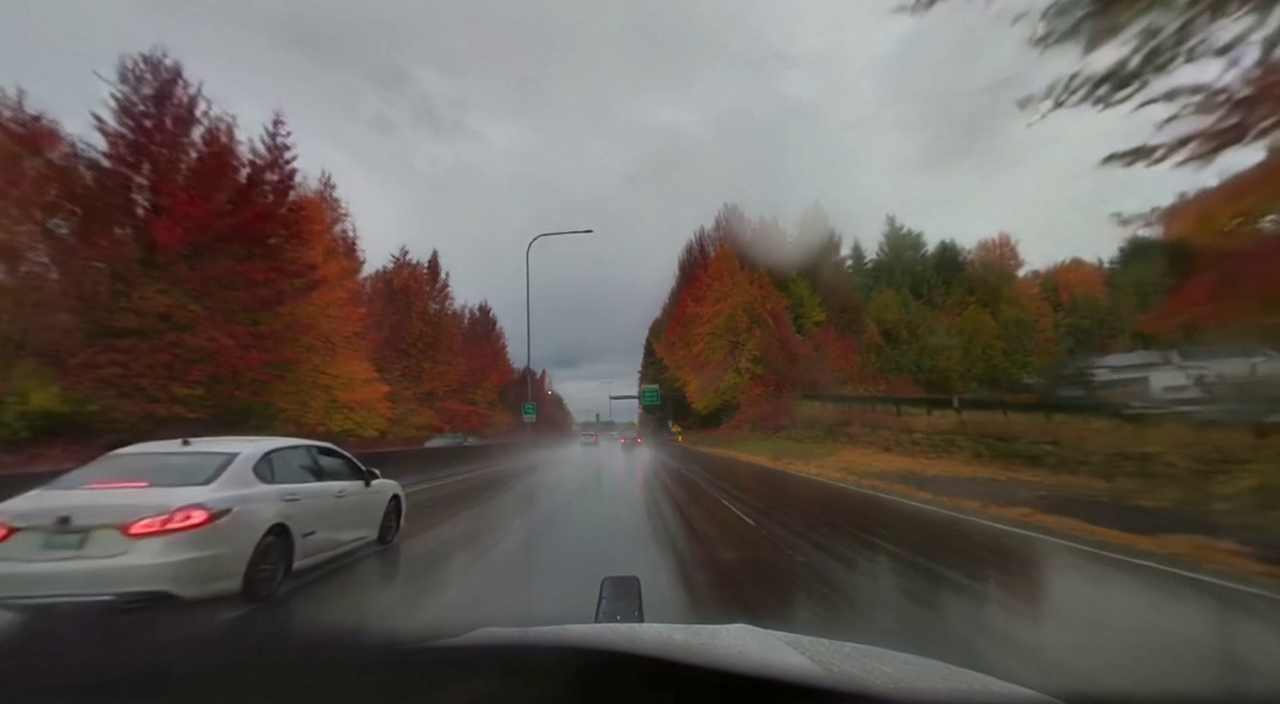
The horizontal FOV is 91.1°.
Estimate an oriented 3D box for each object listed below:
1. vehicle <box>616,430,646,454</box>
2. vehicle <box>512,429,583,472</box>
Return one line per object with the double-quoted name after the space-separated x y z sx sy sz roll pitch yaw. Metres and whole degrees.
-0.611 6.323 44.403 2.054 1.609 3.859 0 -8 0 "vehicle"
-3.433 3.746 24.242 1.989 1.497 4.645 0 -8 0 "vehicle"
